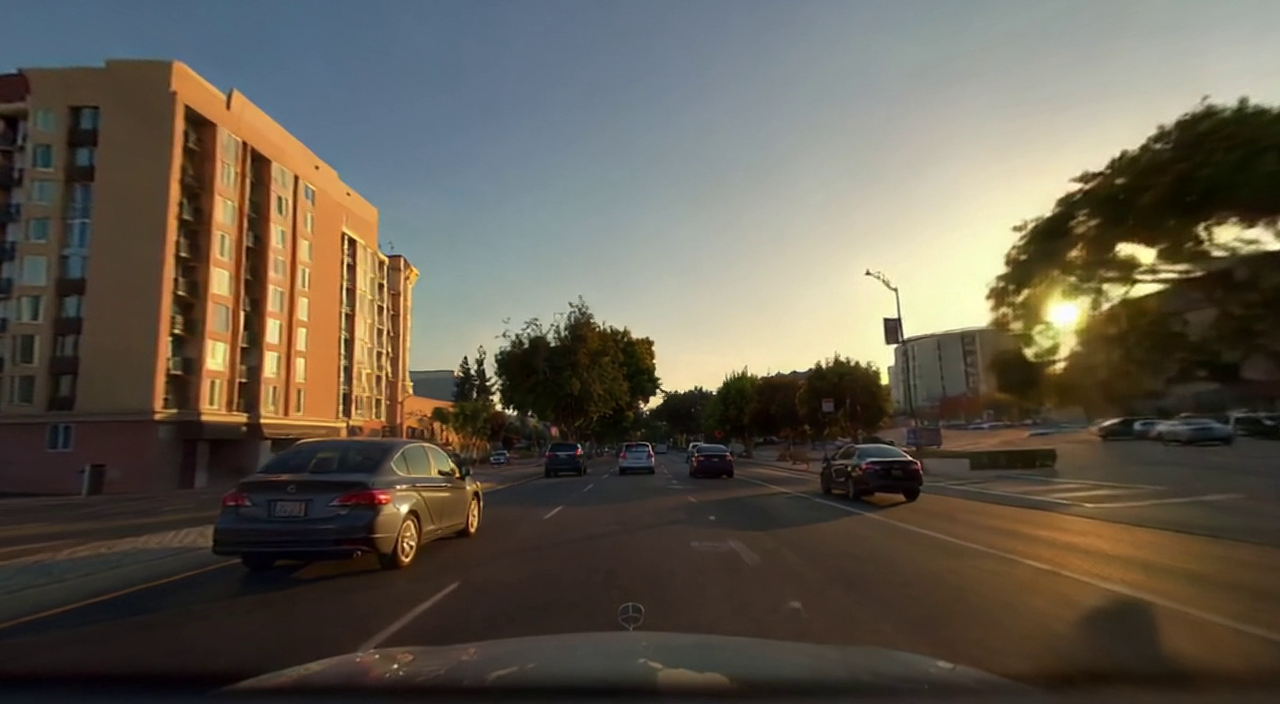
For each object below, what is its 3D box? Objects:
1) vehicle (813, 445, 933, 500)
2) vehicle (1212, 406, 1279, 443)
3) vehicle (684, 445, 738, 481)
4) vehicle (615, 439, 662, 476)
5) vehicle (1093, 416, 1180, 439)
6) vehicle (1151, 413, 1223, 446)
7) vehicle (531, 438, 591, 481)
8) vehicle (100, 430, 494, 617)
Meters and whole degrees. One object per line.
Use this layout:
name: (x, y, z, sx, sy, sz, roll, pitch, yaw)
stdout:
vehicle: (6.941, 3.625, 19.368, 1.865, 1.458, 4.605, 0, -9, 0)
vehicle: (30.973, 3.684, 31.613, 1.993, 1.708, 4.464, -4, -10, 25)
vehicle: (3.072, 4.876, 27.966, 1.884, 1.458, 4.245, 0, -9, 0)
vehicle: (-0.089, 5.566, 33.530, 2.304, 1.795, 4.526, 0, -9, 0)
vehicle: (33.475, 5.158, 42.626, 1.762, 1.432, 4.136, 5, -10, -29)
vehicle: (28.317, 4.032, 32.772, 1.830, 1.465, 4.252, -9, -11, 29)
vehicle: (-3.500, 4.875, 28.873, 2.117, 1.799, 4.442, -1, -9, 1)
vehicle: (-3.288, 1.729, 7.356, 2.095, 1.486, 4.411, 0, -9, 0)
